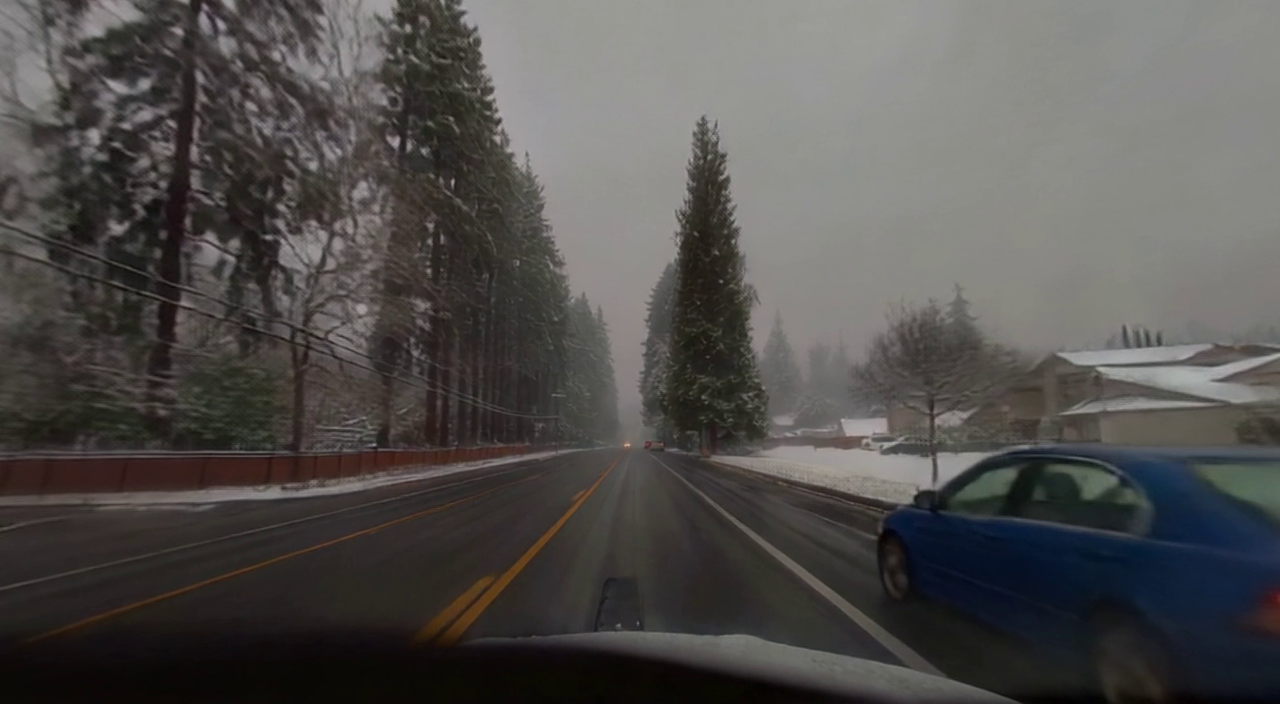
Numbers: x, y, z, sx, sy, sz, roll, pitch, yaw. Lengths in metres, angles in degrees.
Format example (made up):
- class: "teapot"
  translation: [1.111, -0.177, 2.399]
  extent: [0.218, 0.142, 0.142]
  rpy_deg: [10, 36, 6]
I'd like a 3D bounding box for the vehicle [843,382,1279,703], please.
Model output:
- class: "vehicle"
  translation: [2.897, 1.096, 3.635]
  extent: [1.991, 1.476, 4.153]
  rpy_deg: [0, -8, -1]
